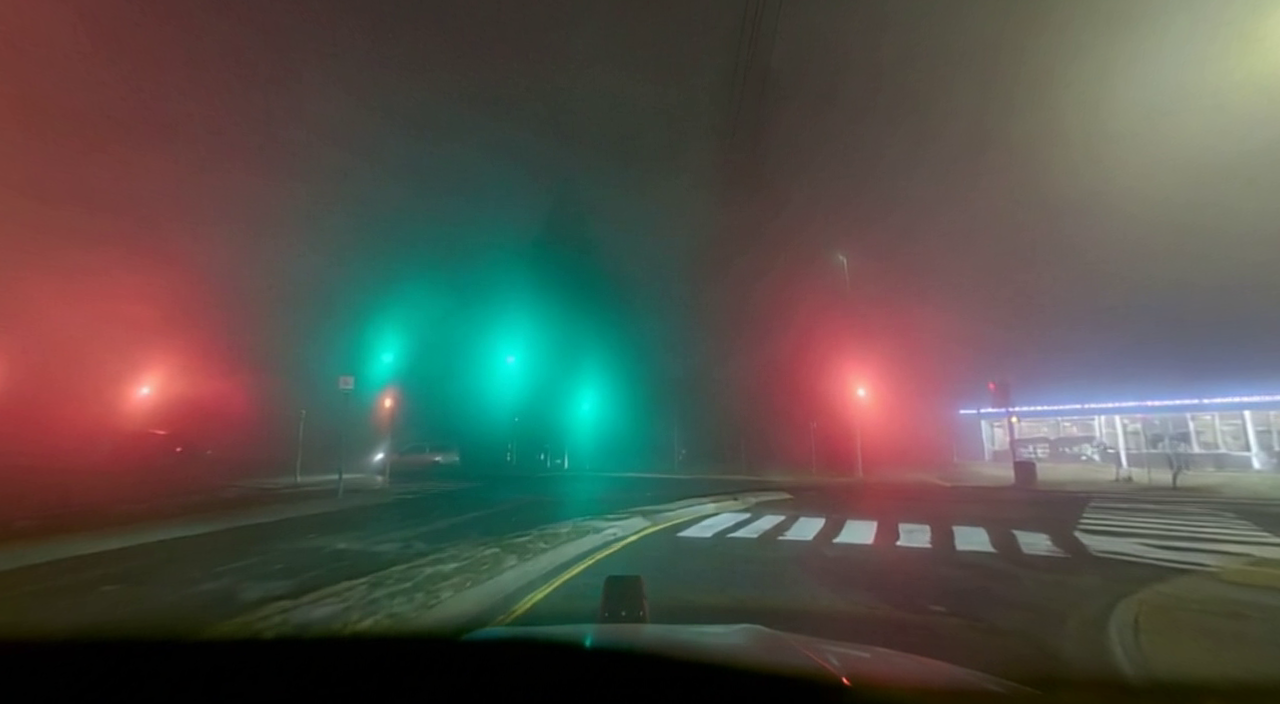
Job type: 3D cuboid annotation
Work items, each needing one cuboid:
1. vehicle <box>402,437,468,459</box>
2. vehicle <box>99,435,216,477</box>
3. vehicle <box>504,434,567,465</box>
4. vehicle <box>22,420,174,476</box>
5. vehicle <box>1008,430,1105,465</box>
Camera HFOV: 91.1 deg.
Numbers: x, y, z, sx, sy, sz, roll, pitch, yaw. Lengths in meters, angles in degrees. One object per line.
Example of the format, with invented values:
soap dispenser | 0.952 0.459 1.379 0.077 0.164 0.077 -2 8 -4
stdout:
vehicle | -15.439 7.252 47.568 2.015 1.529 4.598 -4 -9 27
vehicle | -17.716 3.821 23.306 1.789 1.399 4.236 2 -9 -14
vehicle | -6.884 6.453 41.752 2.072 1.922 4.112 -4 -9 27
vehicle | -20.865 3.731 24.544 2.337 1.934 4.843 2 -9 -12
vehicle | 24.657 5.673 37.392 4.474 1.956 2.263 -4 -9 27
